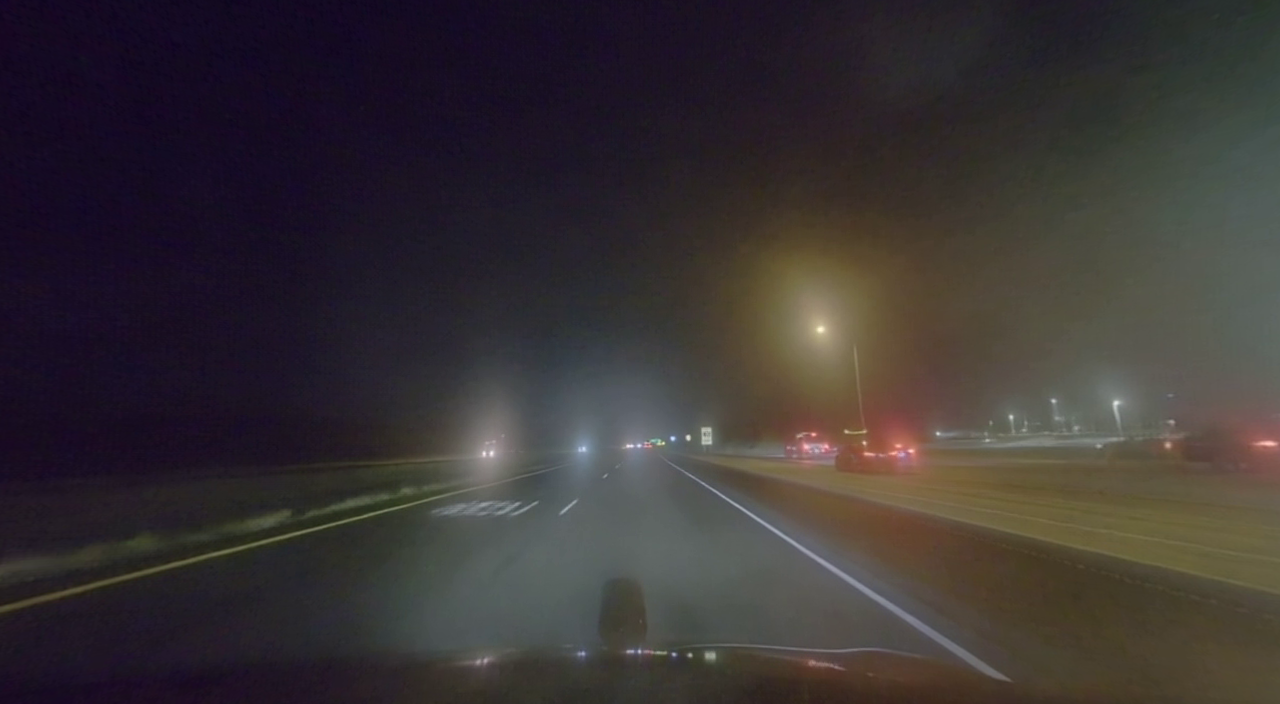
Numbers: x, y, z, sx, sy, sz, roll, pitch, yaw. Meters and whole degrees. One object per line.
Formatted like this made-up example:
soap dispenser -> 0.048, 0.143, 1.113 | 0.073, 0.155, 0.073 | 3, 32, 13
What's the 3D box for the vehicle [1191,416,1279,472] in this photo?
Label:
vehicle -> 44.164, 6.482, 44.817 | 6.064, 3.689, 3.868 | -2, -8, 2
